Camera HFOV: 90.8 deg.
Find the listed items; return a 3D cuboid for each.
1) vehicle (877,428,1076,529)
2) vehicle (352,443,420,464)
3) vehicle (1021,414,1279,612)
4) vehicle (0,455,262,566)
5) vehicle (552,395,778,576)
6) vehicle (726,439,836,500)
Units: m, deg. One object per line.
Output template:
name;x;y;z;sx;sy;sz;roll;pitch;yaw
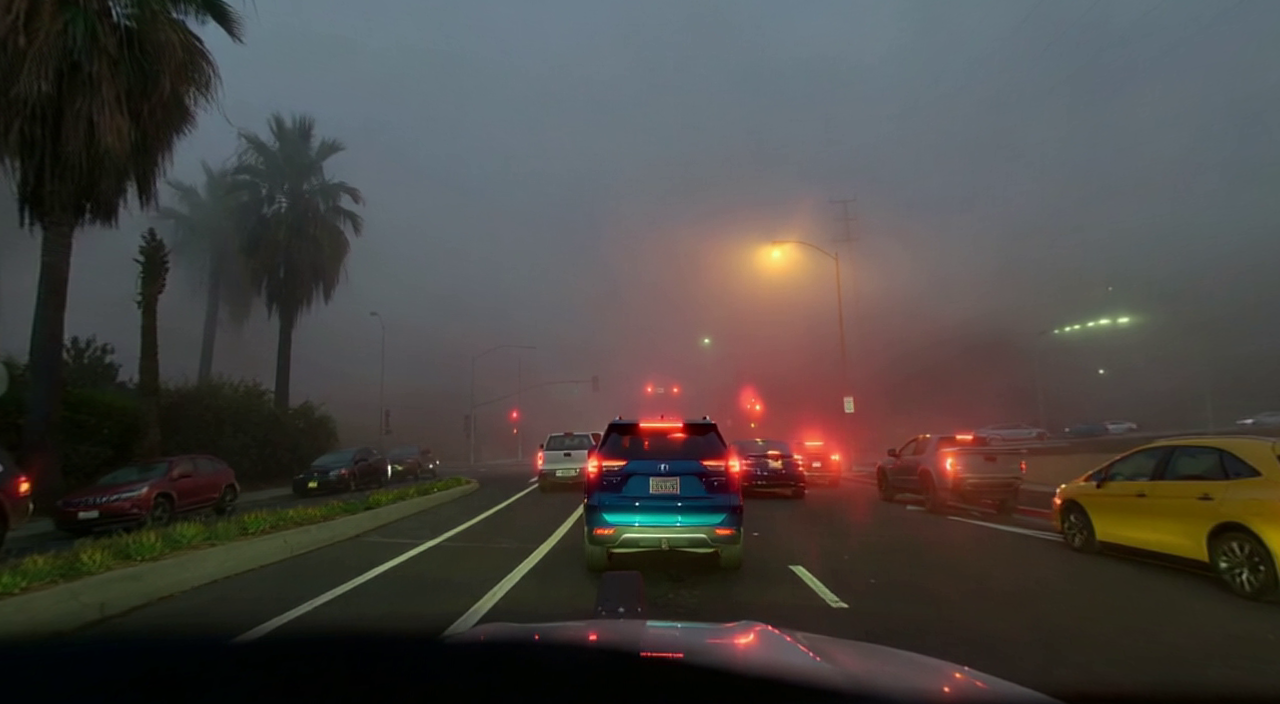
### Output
vehicle;6.681;2.528;13.236;1.930;1.736;4.329;-1;-8;3
vehicle;-18.697;7.491;46.660;1.759;1.457;4.297;-7;-11;38
vehicle;6.448;1.598;6.930;1.935;1.672;4.139;0;-8;1
vehicle;-9.566;2.801;11.901;2.054;1.467;4.595;-3;-7;0
vehicle;0.271;1.658;8.561;2.264;1.798;4.258;0;-8;1
vehicle;3.767;3.206;17.720;2.021;1.480;4.402;0;-8;0
